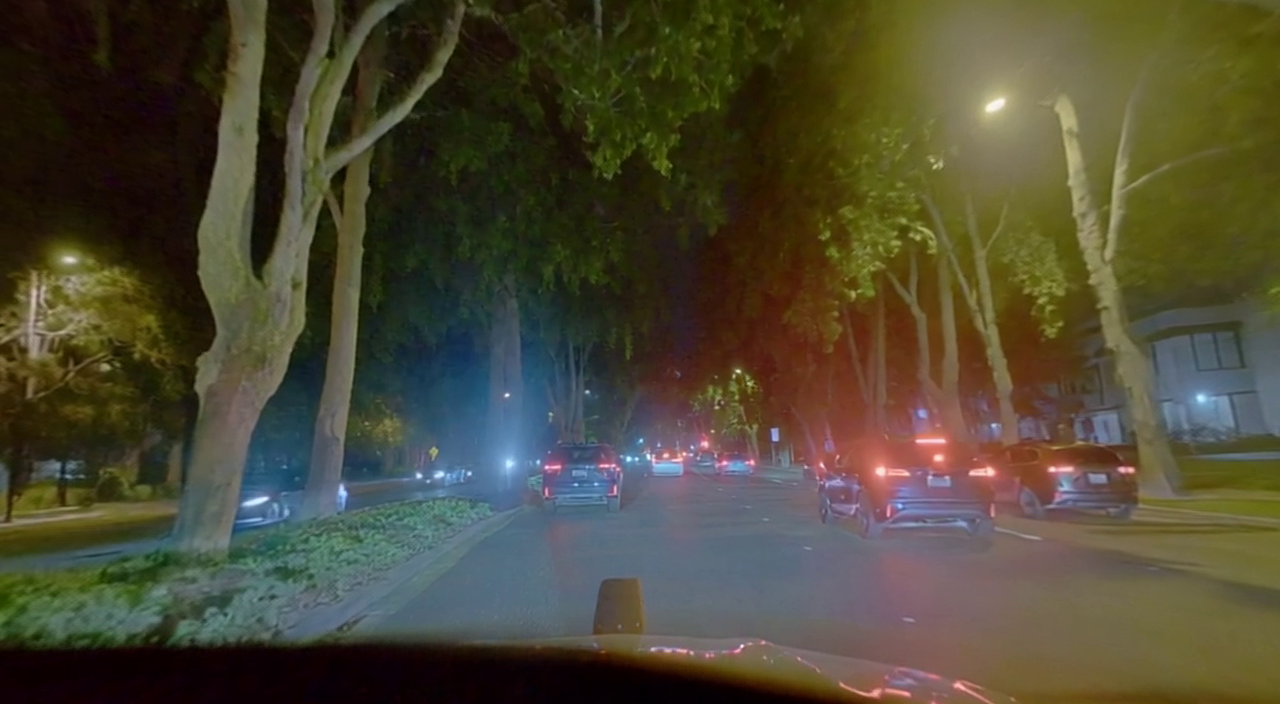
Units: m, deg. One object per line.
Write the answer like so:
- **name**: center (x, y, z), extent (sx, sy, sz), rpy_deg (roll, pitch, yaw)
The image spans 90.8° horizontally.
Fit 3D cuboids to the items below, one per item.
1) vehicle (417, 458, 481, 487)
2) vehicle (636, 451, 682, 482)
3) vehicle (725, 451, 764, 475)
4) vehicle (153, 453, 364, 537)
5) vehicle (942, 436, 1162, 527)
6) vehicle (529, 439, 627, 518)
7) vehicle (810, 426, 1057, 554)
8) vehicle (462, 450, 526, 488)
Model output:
- **vehicle**: center (-10.861, 6.865, 36.215), extent (2.126, 1.434, 4.305), rpy_deg (-1, -8, 3)
- **vehicle**: center (0.969, 5.746, 31.927), extent (2.161, 1.445, 3.772), rpy_deg (0, -8, 2)
- **vehicle**: center (6.906, 7.402, 42.274), extent (2.175, 1.477, 4.520), rpy_deg (-1, -8, 5)
- **vehicle**: center (-8.054, 3.004, 13.908), extent (1.966, 1.489, 4.099), rpy_deg (0, -8, 2)
- **vehicle**: center (8.865, 2.787, 14.206), extent (2.168, 1.709, 4.289), rpy_deg (-1, -8, 3)
- **vehicle**: center (-1.441, 3.001, 15.516), extent (2.106, 1.655, 3.717), rpy_deg (0, -8, -3)
- **vehicle**: center (4.581, 2.208, 10.831), extent (2.220, 1.715, 4.335), rpy_deg (0, -8, 2)
- **vehicle**: center (-7.372, 5.911, 32.352), extent (2.026, 1.755, 4.430), rpy_deg (-1, -8, 3)
